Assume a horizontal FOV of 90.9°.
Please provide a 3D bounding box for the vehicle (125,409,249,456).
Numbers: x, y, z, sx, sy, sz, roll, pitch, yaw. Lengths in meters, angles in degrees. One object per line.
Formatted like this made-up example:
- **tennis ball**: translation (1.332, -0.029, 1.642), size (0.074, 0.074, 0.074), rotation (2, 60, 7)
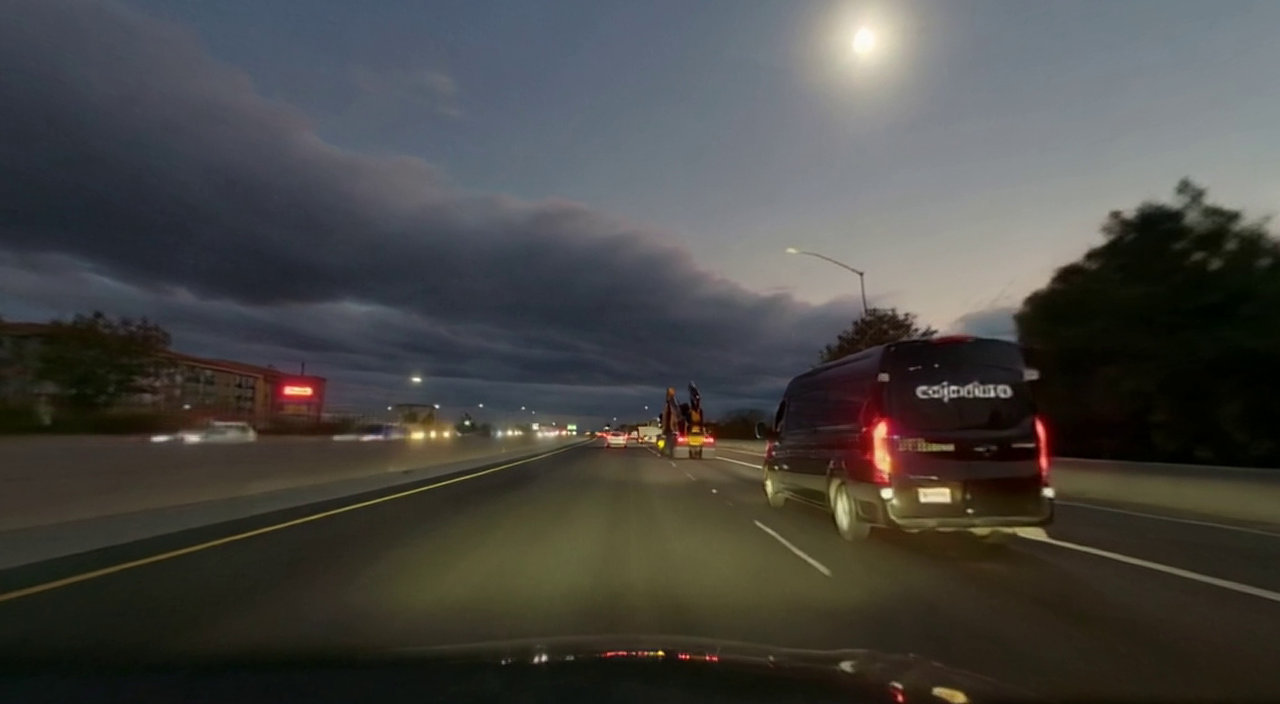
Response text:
- **vehicle**: translation (-20.736, 3.741, 29.181), size (2.095, 1.965, 5.183), rotation (1, -8, -4)

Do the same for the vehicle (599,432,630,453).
- **vehicle**: translation (-1.903, 6.713, 46.851), size (2.217, 1.502, 4.222), rotation (0, -8, -2)

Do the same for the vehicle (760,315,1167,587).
- **vehicle**: translation (3.553, 1.292, 8.830), size (2.386, 2.509, 5.880), rotation (0, -8, -2)

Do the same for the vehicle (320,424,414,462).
- **vehicle**: translation (-11.569, 3.879, 27.084), size (2.029, 1.483, 4.613), rotation (0, -8, -1)

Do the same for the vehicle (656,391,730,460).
- **vehicle**: translation (3.033, 4.719, 39.547), size (2.912, 3.738, 10.123), rotation (1, -8, -5)
